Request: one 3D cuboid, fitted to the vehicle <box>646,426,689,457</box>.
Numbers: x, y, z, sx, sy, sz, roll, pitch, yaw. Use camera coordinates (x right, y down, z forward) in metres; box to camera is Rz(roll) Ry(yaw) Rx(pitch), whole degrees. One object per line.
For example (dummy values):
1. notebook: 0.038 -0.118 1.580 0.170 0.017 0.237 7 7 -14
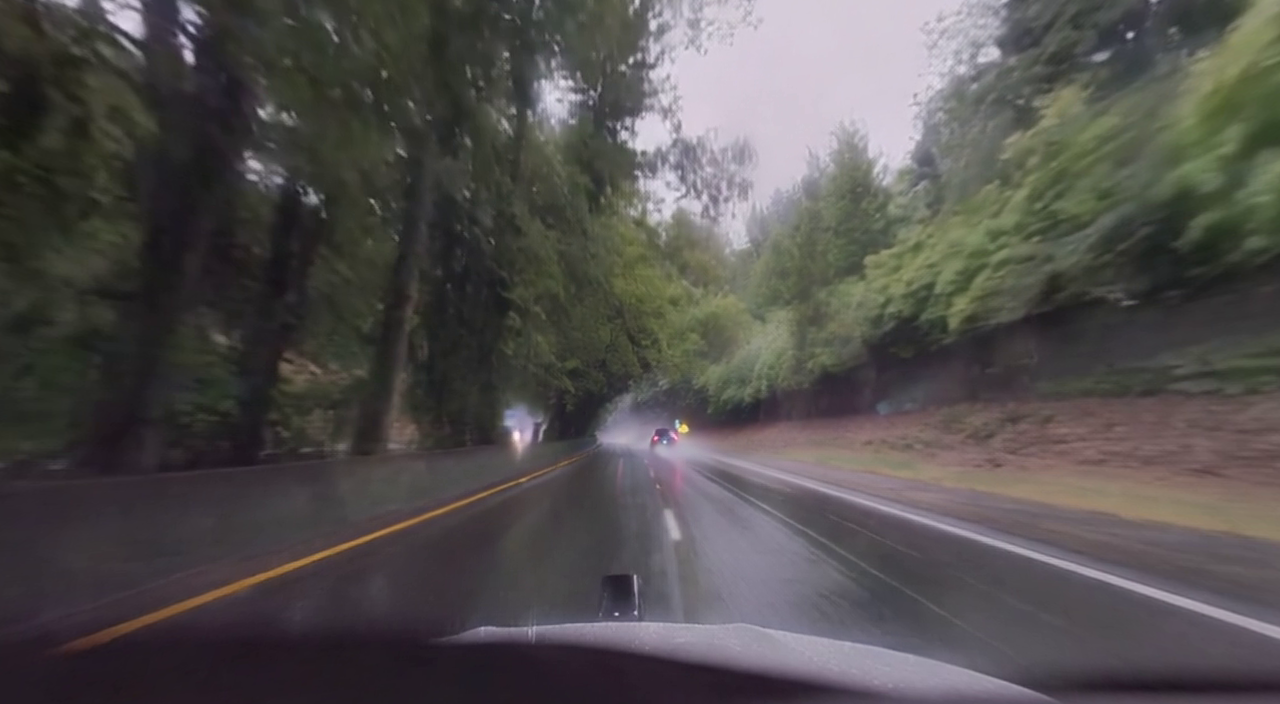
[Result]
1. vehicle: 1.607 5.458 38.552 2.240 1.801 4.545 0 -8 -2
